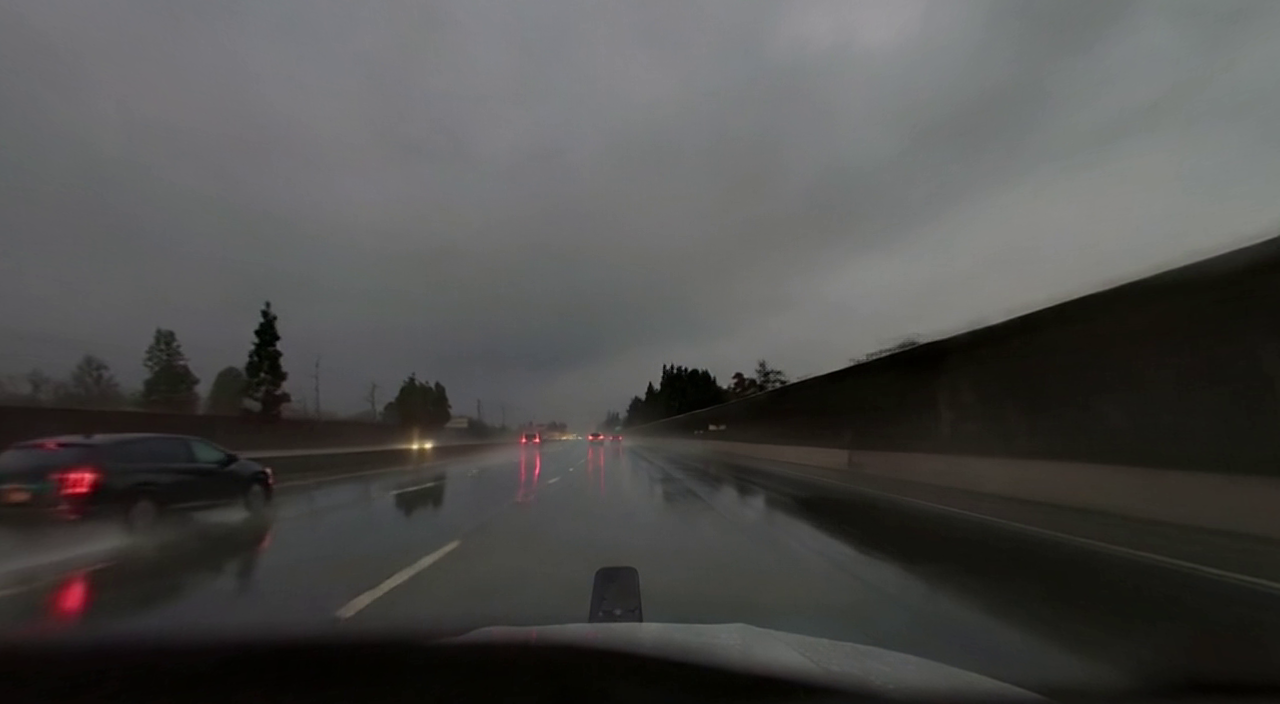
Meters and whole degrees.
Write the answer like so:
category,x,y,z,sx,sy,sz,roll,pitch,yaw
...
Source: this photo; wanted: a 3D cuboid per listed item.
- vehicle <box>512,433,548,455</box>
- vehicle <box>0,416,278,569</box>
category,x,y,z,sx,sy,sz,roll,pitch,yaw
vehicle,-7.928,6.655,45.763,1.988,1.505,4.044,0,-8,-2
vehicle,-7.105,1.705,8.504,1.972,1.532,4.222,0,-8,-1
